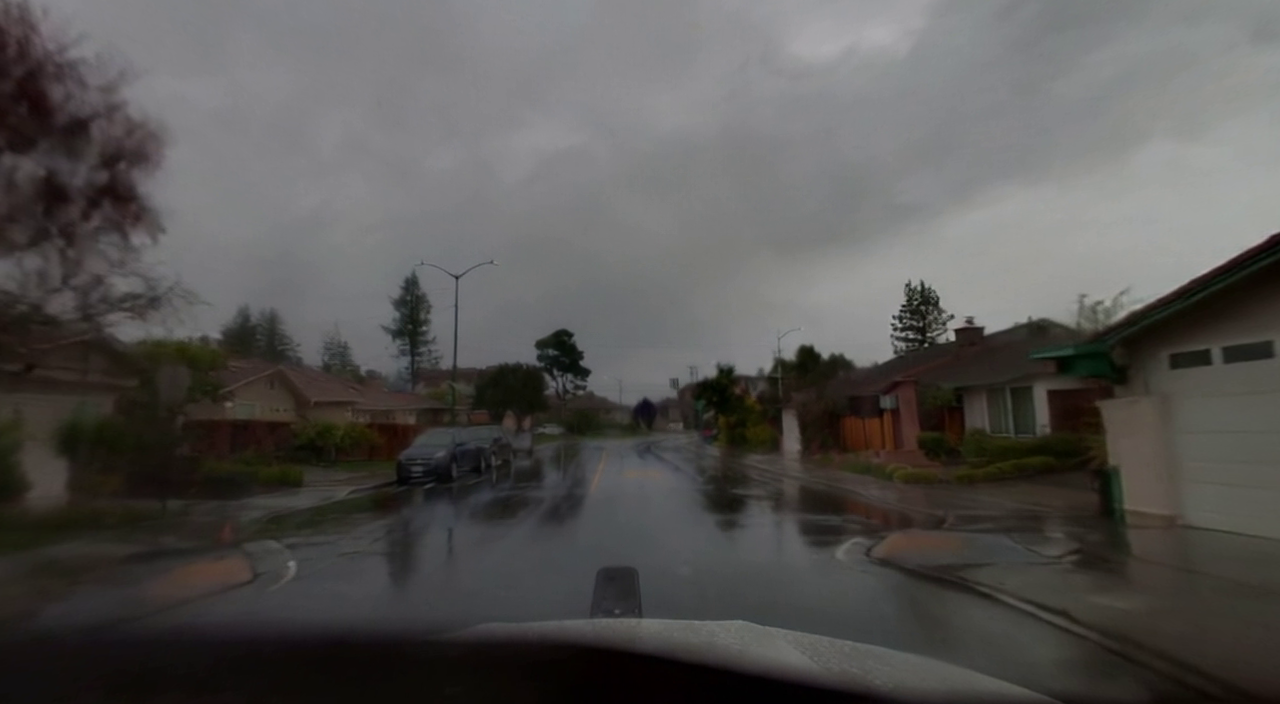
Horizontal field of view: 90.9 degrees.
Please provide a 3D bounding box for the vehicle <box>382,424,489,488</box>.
[{"bbox_3d":[-6.247,3.203,19.804,2.147,1.780,4.165,0,-8,-3],"label":"vehicle"}]
